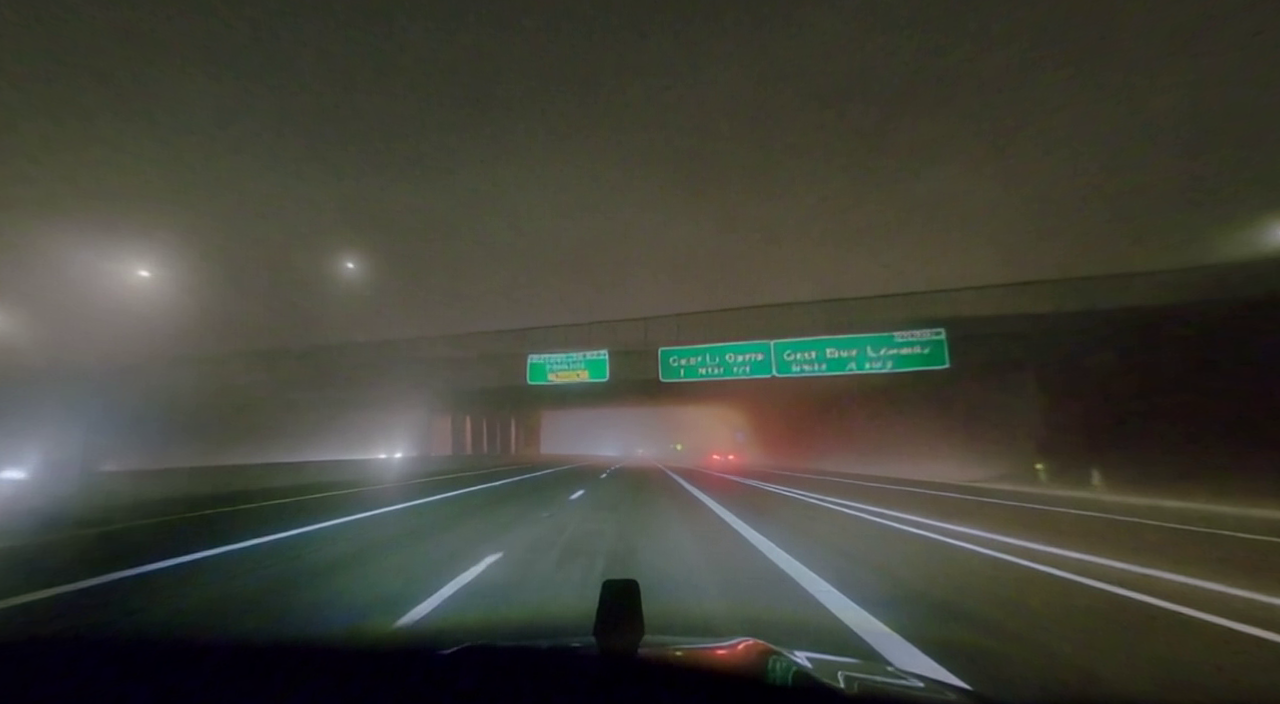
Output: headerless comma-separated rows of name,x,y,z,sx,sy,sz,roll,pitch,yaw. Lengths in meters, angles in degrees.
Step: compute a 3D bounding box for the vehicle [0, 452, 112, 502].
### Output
vehicle,-21.729,4.380,22.382,1.941,1.590,4.511,0,-9,1
